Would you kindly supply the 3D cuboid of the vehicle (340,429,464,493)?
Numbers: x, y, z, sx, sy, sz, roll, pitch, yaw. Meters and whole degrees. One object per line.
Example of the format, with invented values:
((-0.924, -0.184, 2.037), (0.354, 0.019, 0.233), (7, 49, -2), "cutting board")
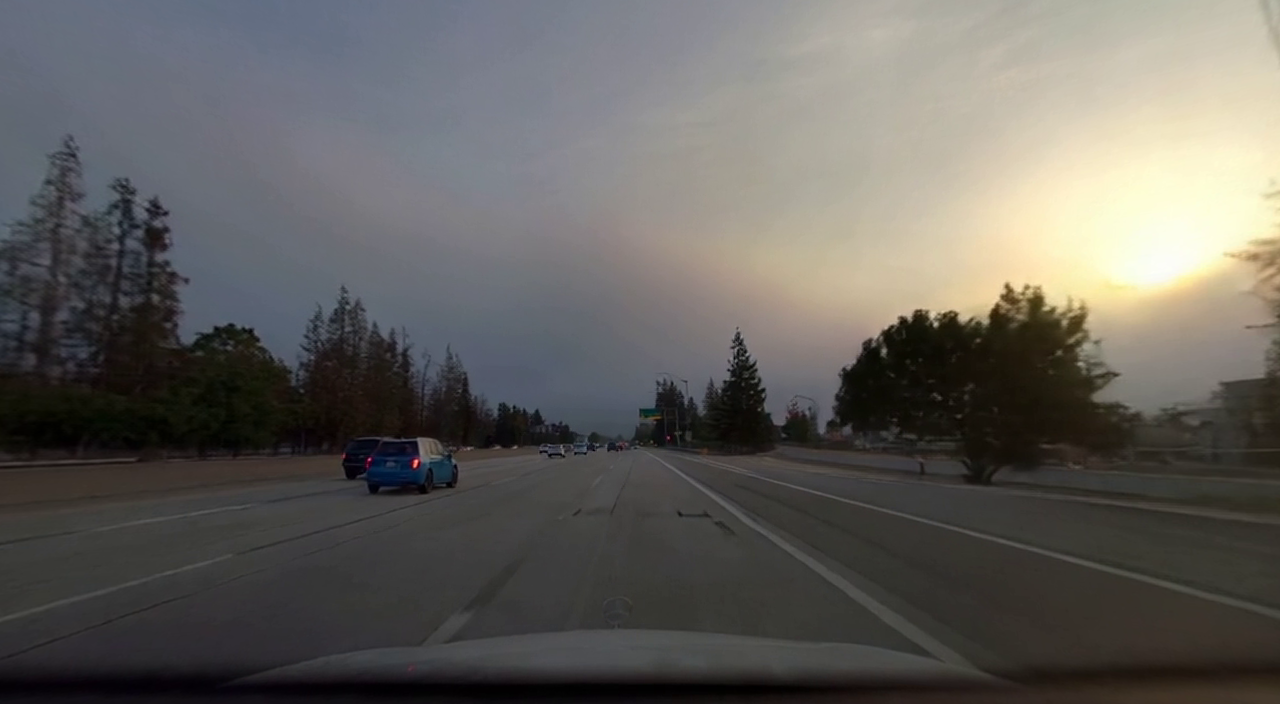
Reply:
((-7.303, 3.395, 19.979), (2.146, 1.766, 4.502), (0, -9, 0), "vehicle")
